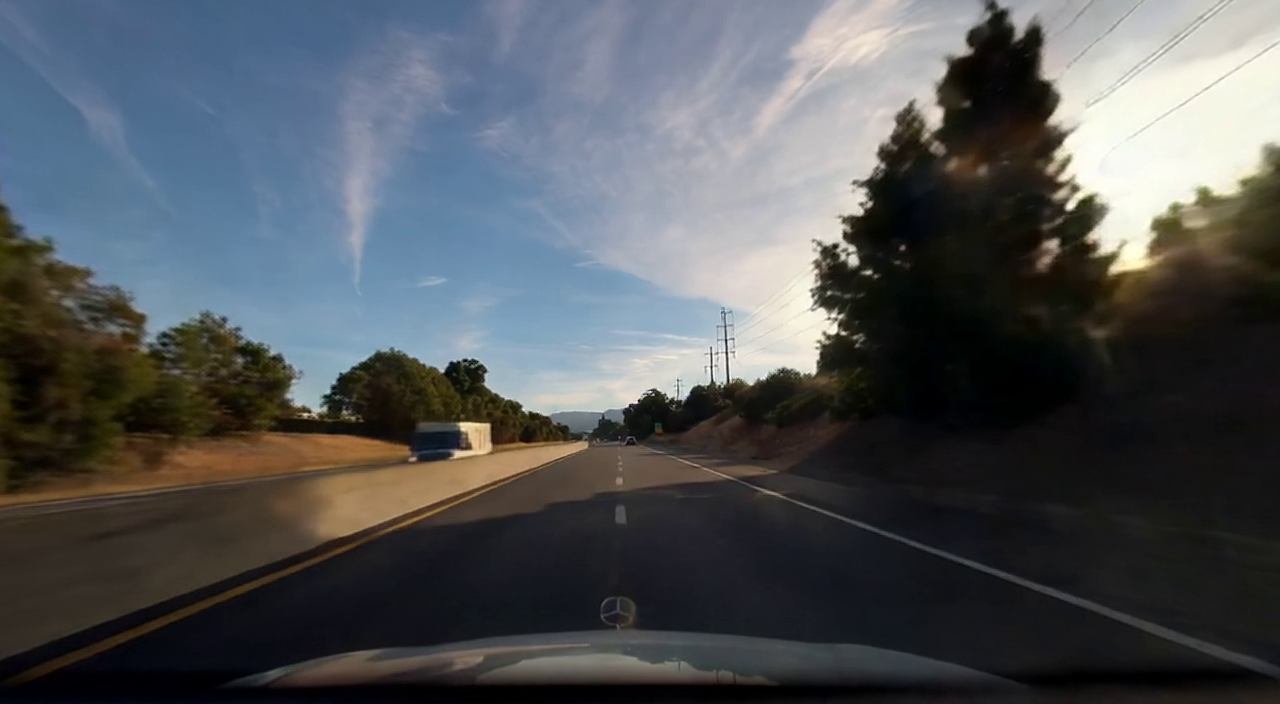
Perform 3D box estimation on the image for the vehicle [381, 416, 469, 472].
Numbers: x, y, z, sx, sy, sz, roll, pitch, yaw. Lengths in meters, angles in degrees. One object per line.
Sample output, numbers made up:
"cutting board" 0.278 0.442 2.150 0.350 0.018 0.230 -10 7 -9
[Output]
"vehicle" -9.875 4.294 29.459 2.249 2.323 5.638 0 -8 -2
